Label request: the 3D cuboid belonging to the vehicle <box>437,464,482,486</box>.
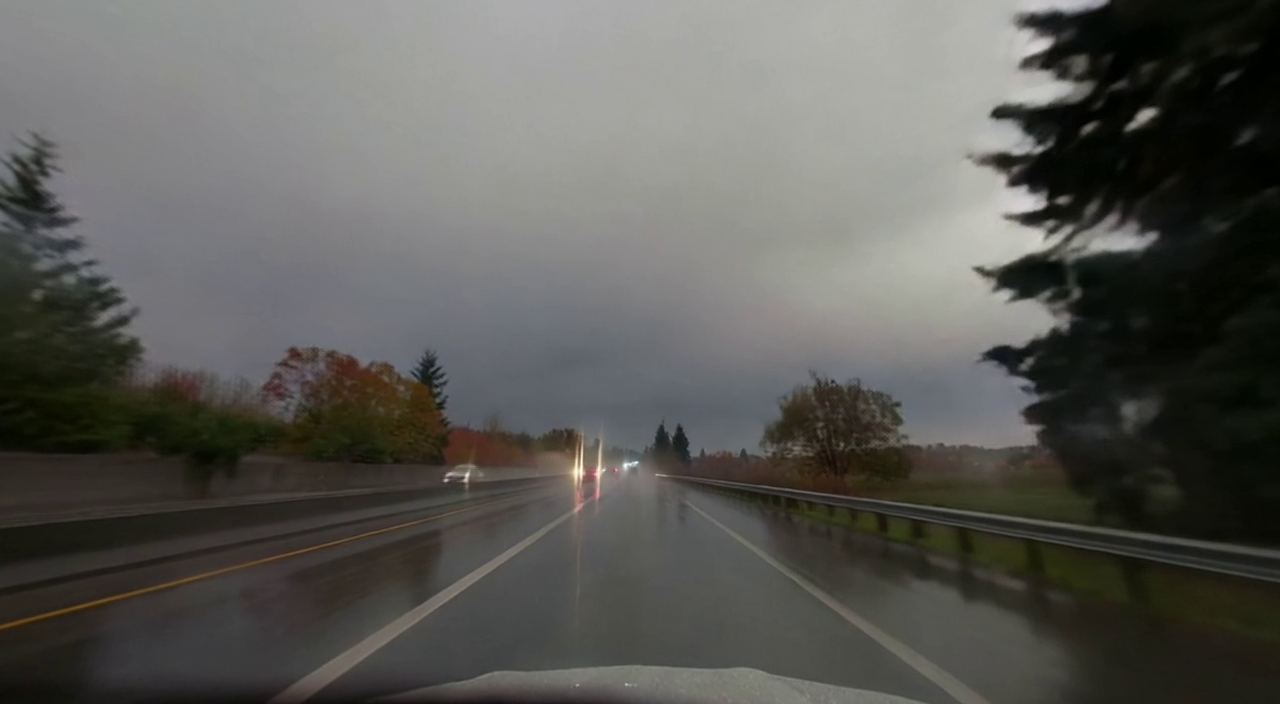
[{"bbox_3d":[-13.218,9.065,46.491,1.983,1.520,4.466,1,-11,0],"label":"vehicle"}]
